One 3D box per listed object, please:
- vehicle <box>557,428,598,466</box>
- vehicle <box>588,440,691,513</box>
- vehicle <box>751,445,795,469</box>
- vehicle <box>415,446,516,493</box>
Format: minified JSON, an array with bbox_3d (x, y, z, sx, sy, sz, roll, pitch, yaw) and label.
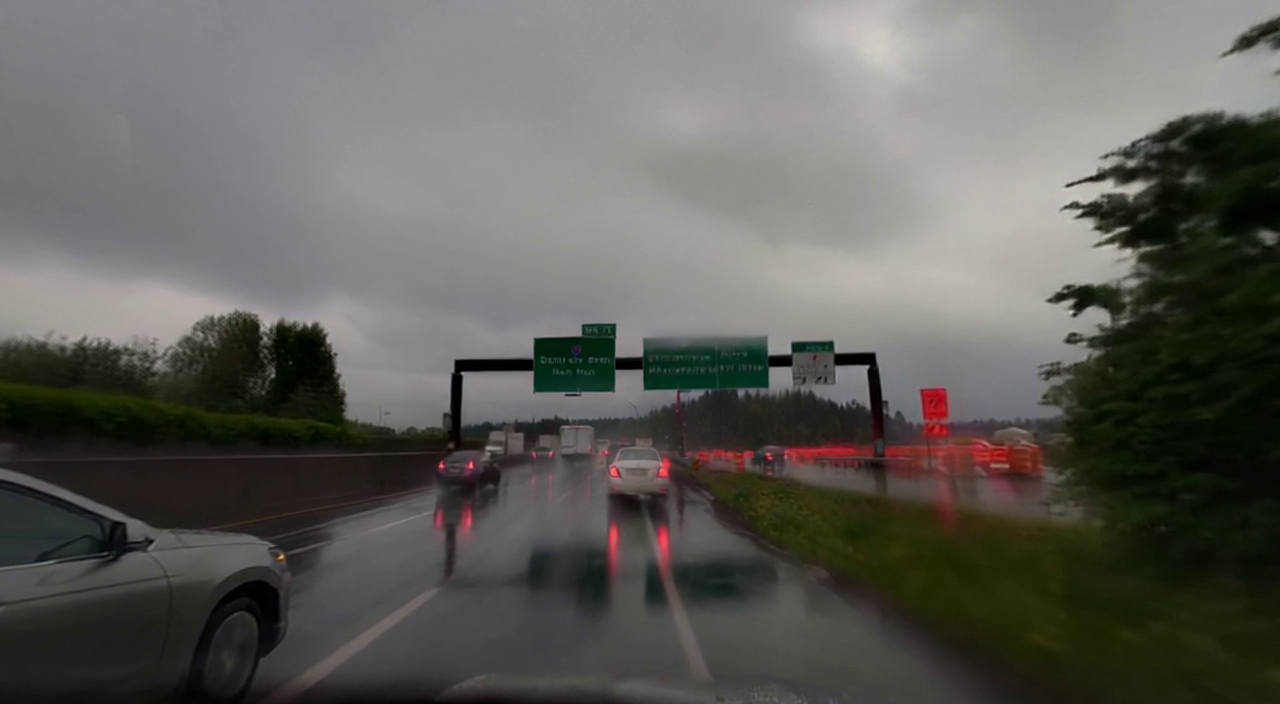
[{"bbox_3d":[-4.511,7.048,46.573,2.326,2.645,6.249,0,-9,1],"label":"vehicle"},{"bbox_3d":[-0.050,2.807,14.614,2.080,1.451,3.512,0,-9,-1],"label":"vehicle"},{"bbox_3d":[8.499,6.734,40.494,1.871,1.460,3.754,0,-9,-2],"label":"vehicle"},{"bbox_3d":[-5.706,3.885,21.158,2.063,1.417,4.000,-1,-9,3],"label":"vehicle"}]
